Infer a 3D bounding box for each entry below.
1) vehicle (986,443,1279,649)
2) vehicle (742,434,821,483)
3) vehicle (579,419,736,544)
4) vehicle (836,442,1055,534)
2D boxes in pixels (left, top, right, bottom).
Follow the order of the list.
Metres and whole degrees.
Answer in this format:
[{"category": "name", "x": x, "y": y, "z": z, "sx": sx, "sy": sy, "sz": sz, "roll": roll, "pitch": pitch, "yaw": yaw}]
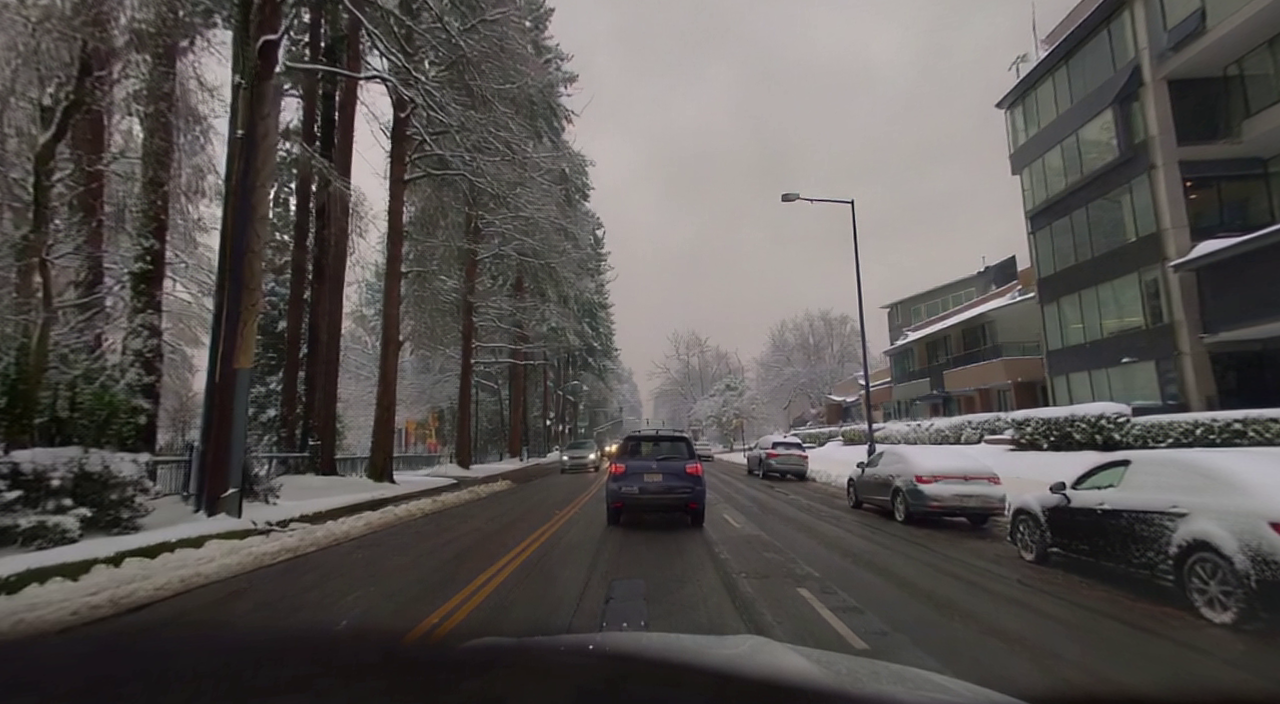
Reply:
[{"category": "vehicle", "x": 5.539, "y": 1.622, "z": 6.028, "sx": 1.809, "sy": 1.478, "sz": 4.623, "roll": 0, "pitch": -9, "yaw": 0}, {"category": "vehicle", "x": 5.653, "y": 4.313, "z": 25.817, "sx": 2.059, "sy": 1.813, "sz": 4.637, "roll": 0, "pitch": -9, "yaw": -1}, {"category": "vehicle", "x": 0.249, "y": 2.032, "z": 10.466, "sx": 2.105, "sy": 1.653, "sz": 3.887, "roll": 0, "pitch": -9, "yaw": 1}, {"category": "vehicle", "x": 5.666, "y": 2.545, "z": 12.576, "sx": 1.852, "sy": 1.452, "sz": 4.852, "roll": 0, "pitch": -9, "yaw": -1}]
